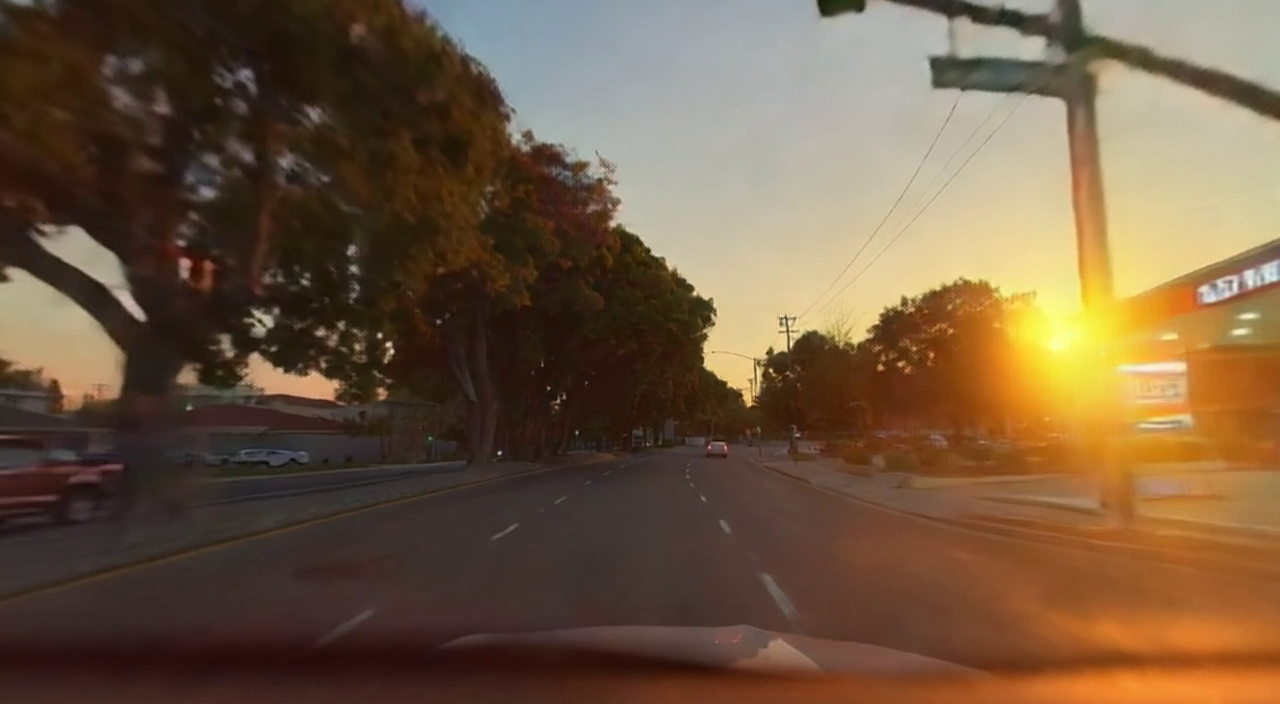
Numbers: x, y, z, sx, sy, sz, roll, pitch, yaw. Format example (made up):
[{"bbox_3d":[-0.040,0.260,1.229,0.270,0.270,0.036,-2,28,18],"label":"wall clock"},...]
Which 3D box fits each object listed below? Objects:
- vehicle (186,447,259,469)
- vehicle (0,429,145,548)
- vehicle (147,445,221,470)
[{"bbox_3d":[-29.943,7.624,45.480,1.884,1.490,4.627,-1,-9,3],"label":"vehicle"},{"bbox_3d":[-9.127,1.725,7.924,2.023,1.498,4.605,0,-9,1],"label":"vehicle"},{"bbox_3d":[-32.651,7.559,45.390,2.051,1.639,4.354,-2,-9,1],"label":"vehicle"}]
